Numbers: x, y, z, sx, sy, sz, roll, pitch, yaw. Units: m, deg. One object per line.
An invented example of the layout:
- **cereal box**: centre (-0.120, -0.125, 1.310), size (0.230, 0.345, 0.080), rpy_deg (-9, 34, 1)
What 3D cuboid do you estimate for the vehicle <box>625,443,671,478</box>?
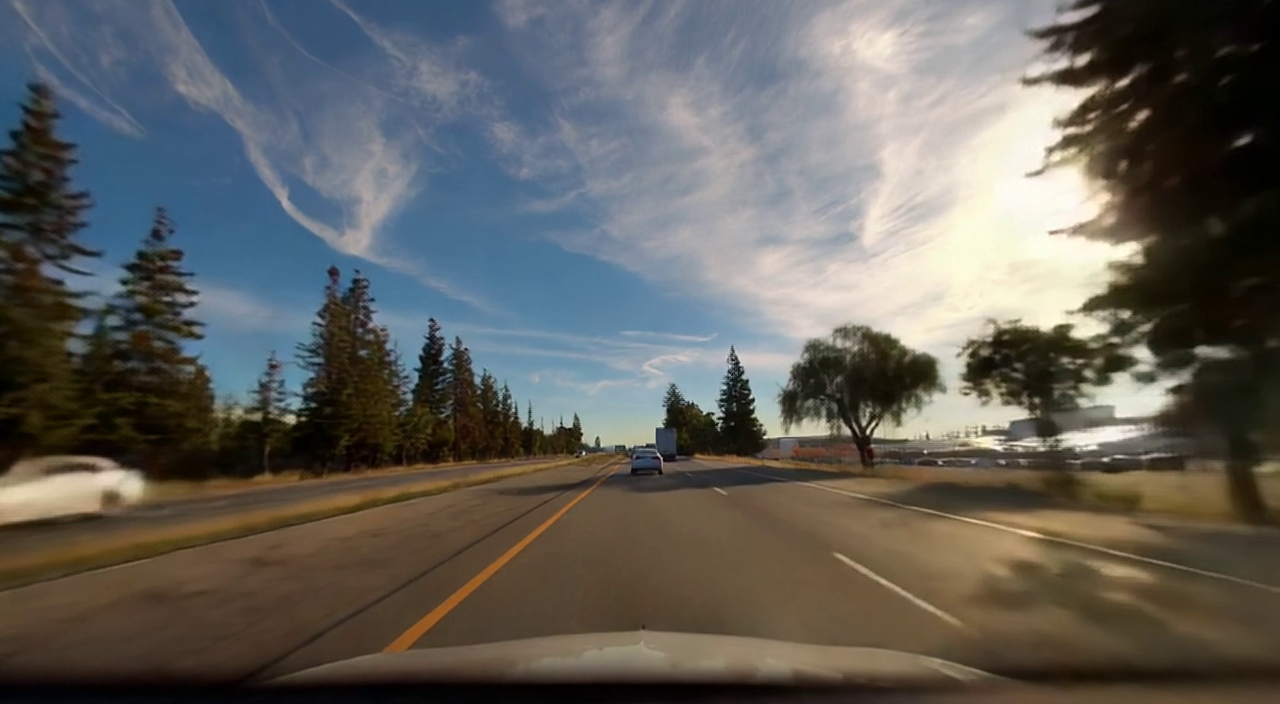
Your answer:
- **vehicle**: centre (0.361, 5.083, 29.841), size (2.045, 1.527, 4.023), rpy_deg (0, -9, 0)
